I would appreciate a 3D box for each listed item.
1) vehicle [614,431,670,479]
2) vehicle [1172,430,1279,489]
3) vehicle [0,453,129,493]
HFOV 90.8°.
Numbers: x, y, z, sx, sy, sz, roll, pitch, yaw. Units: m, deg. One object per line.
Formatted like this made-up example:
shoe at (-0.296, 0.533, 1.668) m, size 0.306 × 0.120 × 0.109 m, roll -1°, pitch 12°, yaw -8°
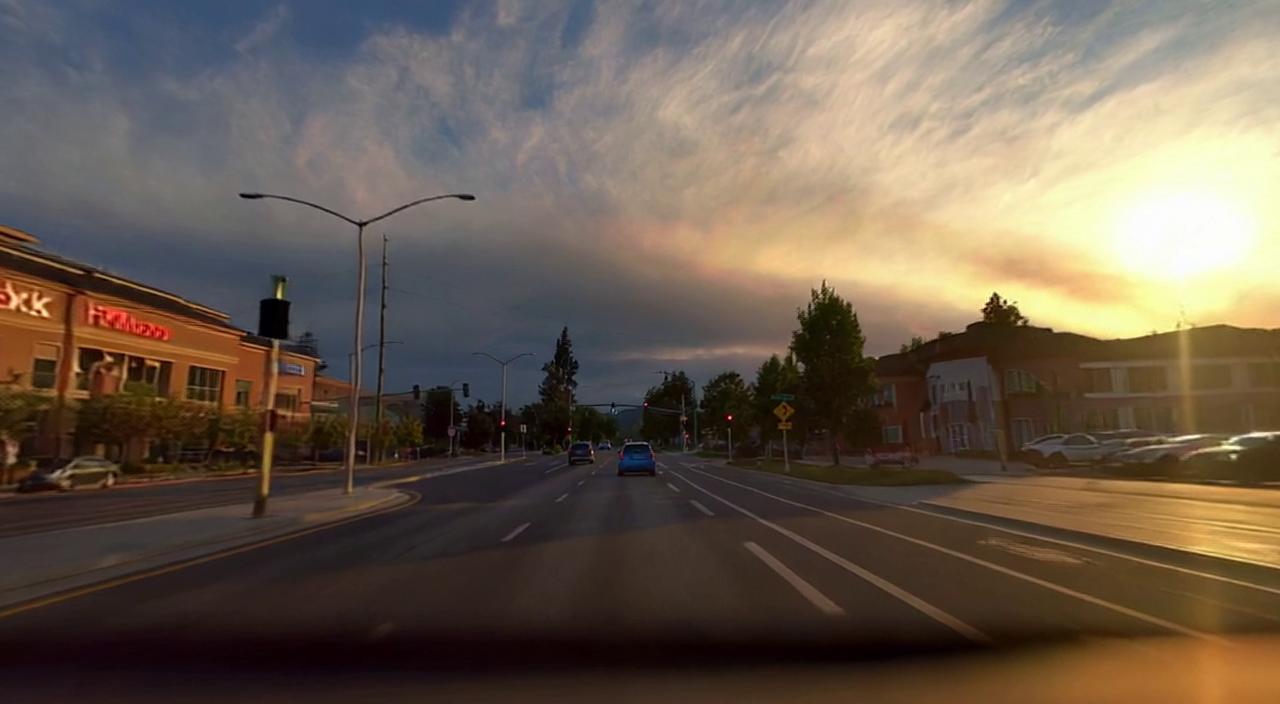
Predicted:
vehicle at (0.040, 4.555, 28.110) m, size 2.273 × 1.909 × 5.075 m, roll 0°, pitch -9°, yaw -1°
vehicle at (18.773, 3.178, 18.854) m, size 3.892 × 1.624 × 2.085 m, roll 0°, pitch -9°, yaw -3°
vehicle at (-26.224, 5.436, 28.678) m, size 2.031 × 1.622 × 4.722 m, roll 0°, pitch -9°, yaw 0°
